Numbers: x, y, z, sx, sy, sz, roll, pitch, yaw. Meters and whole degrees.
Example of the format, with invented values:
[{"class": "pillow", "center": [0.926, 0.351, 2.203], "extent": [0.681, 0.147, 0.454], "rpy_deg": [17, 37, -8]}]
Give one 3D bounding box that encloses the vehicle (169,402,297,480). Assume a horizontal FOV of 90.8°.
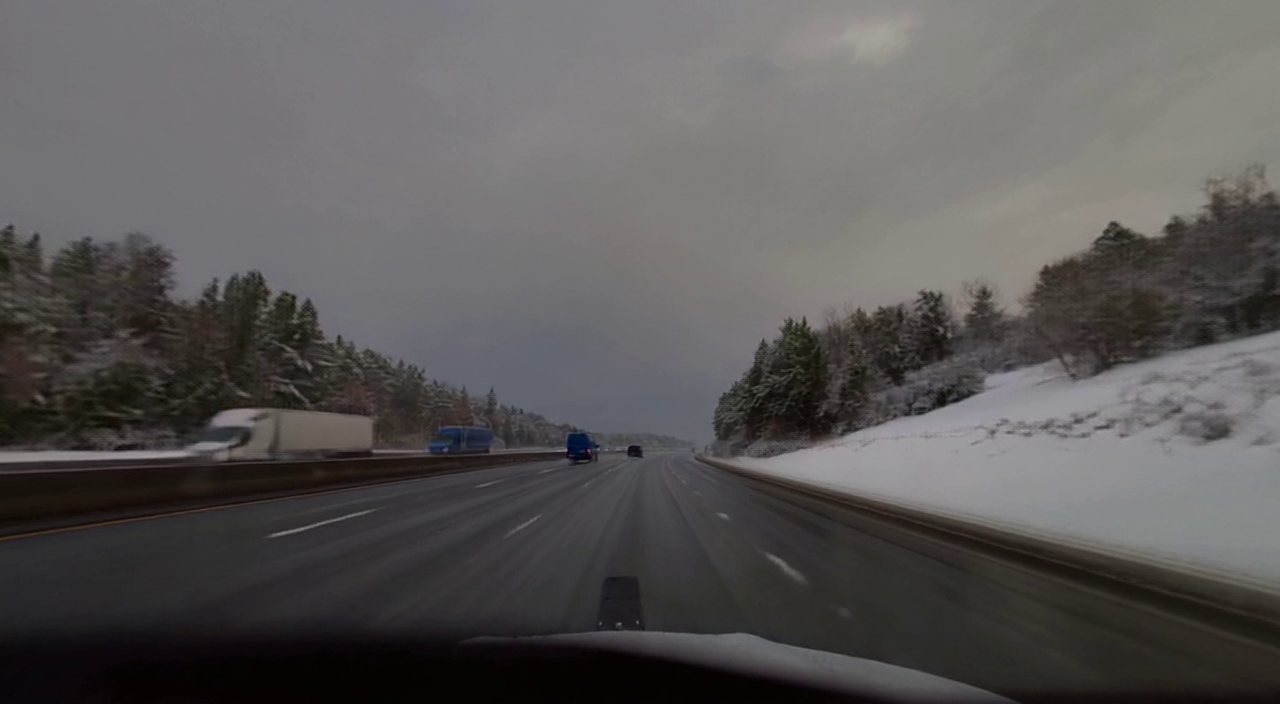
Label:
[{"class": "vehicle", "center": [-22.712, 5.071, 35.707], "extent": [2.978, 3.973, 5.910], "rpy_deg": [-1, -9, 2]}]
